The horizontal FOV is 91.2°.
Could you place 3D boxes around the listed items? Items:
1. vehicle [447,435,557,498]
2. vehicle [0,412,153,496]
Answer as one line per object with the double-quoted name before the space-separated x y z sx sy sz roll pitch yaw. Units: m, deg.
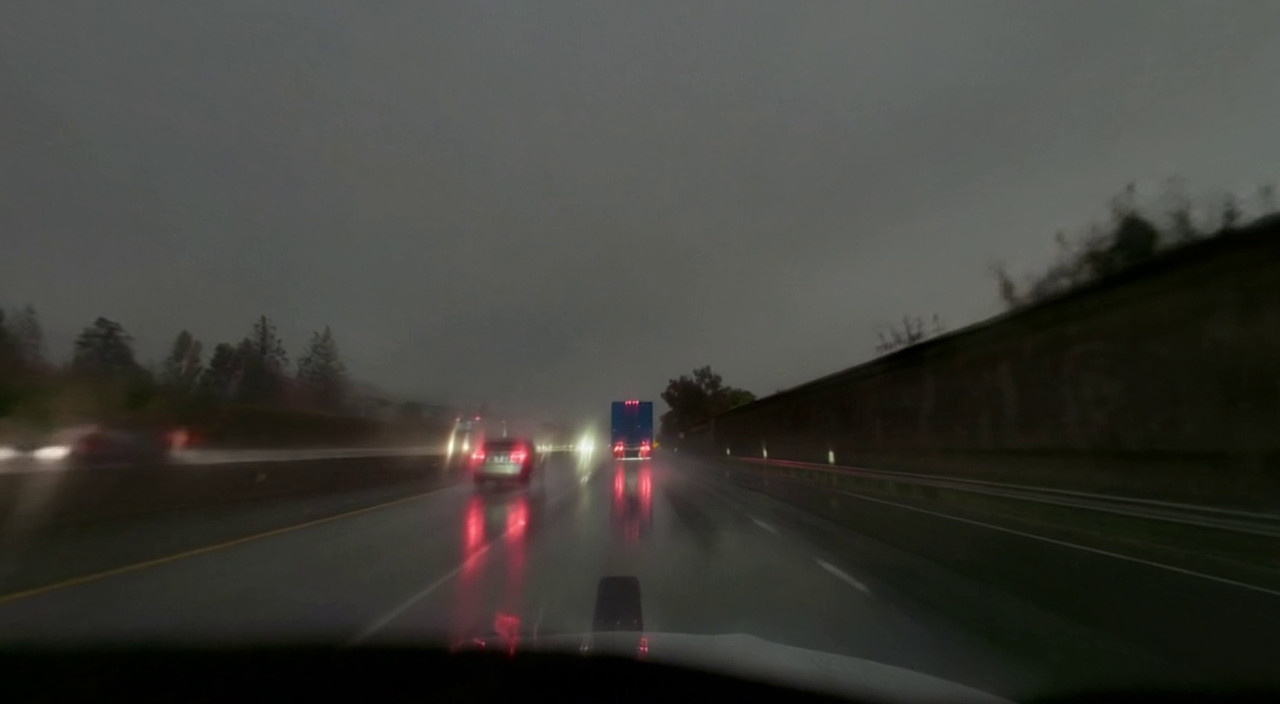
"vehicle" -3.682 3.149 17.644 2.057 1.519 4.372 0 -9 1
"vehicle" -13.547 2.261 13.916 1.983 1.629 4.311 0 -9 0
